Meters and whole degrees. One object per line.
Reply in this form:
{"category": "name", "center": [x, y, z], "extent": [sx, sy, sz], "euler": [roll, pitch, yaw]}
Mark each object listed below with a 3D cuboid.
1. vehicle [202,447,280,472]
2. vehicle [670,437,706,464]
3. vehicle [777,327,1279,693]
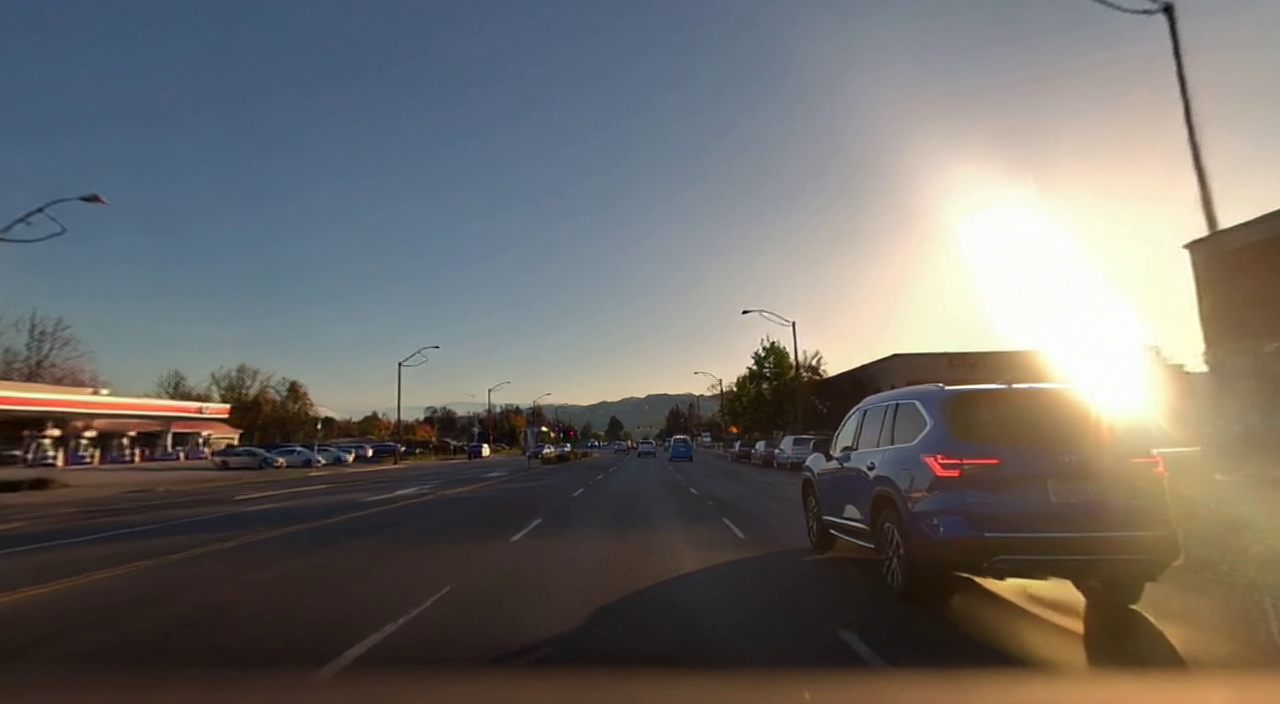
{"category": "vehicle", "center": [-26.105, 7.053, 41.151], "extent": [3.765, 1.559, 1.915], "euler": [0, -8, 1]}
{"category": "vehicle", "center": [3.454, 7.176, 46.058], "extent": [2.317, 1.857, 5.150], "euler": [0, -8, 1]}
{"category": "vehicle", "center": [2.917, 1.178, 5.824], "extent": [2.246, 1.963, 4.777], "euler": [0, -8, 1]}
